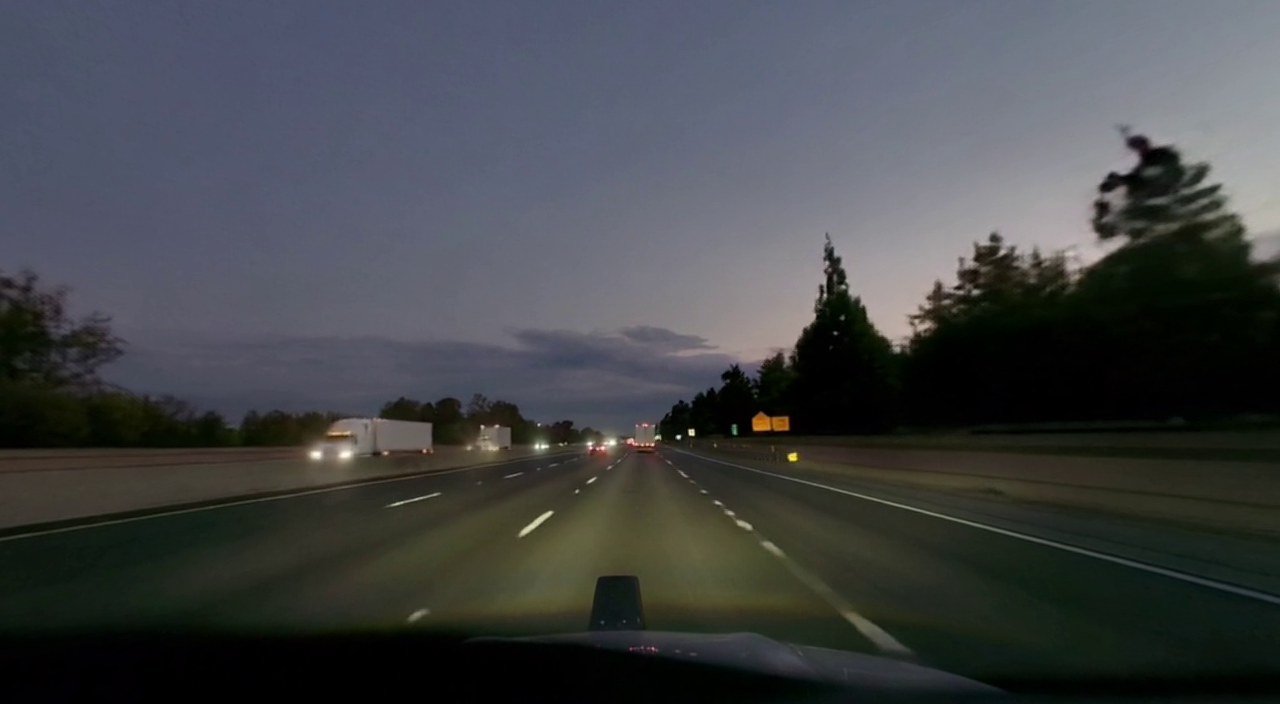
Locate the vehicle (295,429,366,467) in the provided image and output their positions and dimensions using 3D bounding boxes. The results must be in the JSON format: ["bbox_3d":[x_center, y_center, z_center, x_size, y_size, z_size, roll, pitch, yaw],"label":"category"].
[{"bbox_3d":[-23.936,7.416,48.990,2.523,2.744,5.403,0,-8,2],"label":"vehicle"}]
